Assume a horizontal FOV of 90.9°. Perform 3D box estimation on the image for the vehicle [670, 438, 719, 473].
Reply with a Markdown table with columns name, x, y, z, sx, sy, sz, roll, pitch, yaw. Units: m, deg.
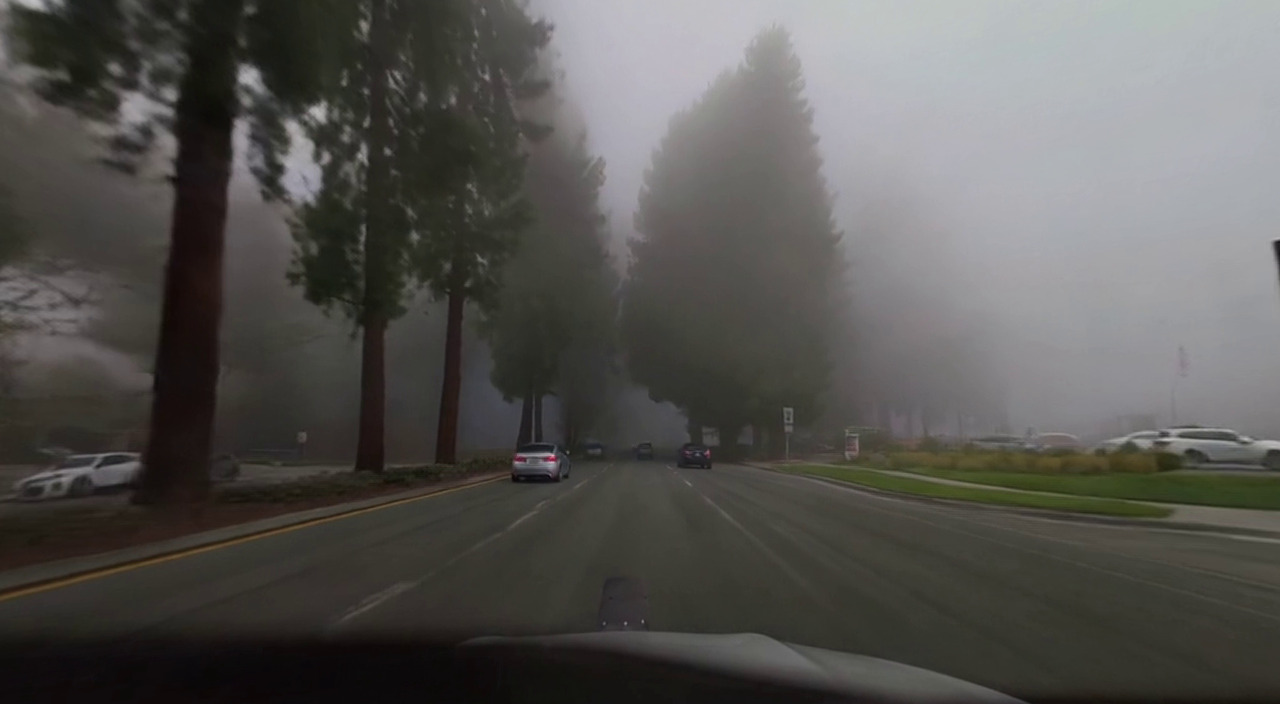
| name | x | y | z | sx | sy | sz | roll | pitch | yaw |
| --- | --- | --- | --- | --- | --- | --- | --- | --- | --- |
| vehicle | 2.585 | 5.030 | 30.731 | 1.922 | 1.579 | 3.642 | 0 | -8 | -2 |

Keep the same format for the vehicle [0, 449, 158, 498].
| name | x | y | z | sx | sy | sz | roll | pitch | yaw |
| --- | --- | --- | --- | --- | --- | --- | --- | --- | --- |
| vehicle | -22.841 | 4.910 | 25.982 | 2.040 | 1.757 | 4.730 | 0 | -8 | 1 |

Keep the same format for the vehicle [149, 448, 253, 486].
| name | x | y | z | sx | sy | sz | roll | pitch | yaw |
| --- | --- | --- | --- | --- | --- | --- | --- | --- | --- |
| vehicle | -22.595 | 5.890 | 32.688 | 1.958 | 1.780 | 4.479 | 0 | -8 | 3 |

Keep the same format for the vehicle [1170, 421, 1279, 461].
| name | x | y | z | sx | sy | sz | roll | pitch | yaw |
| --- | --- | --- | --- | --- | --- | --- | --- | --- | --- |
| vehicle | 26.191 | 3.894 | 27.871 | 1.677 | 1.591 | 4.298 | -1 | -7 | -1 |

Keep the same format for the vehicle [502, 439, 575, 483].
| name | x | y | z | sx | sy | sz | roll | pitch | yaw |
| --- | --- | --- | --- | --- | --- | --- | --- | --- | --- |
| vehicle | -3.687 | 4.037 | 23.669 | 1.908 | 1.481 | 4.536 | 0 | -8 | 1 |
